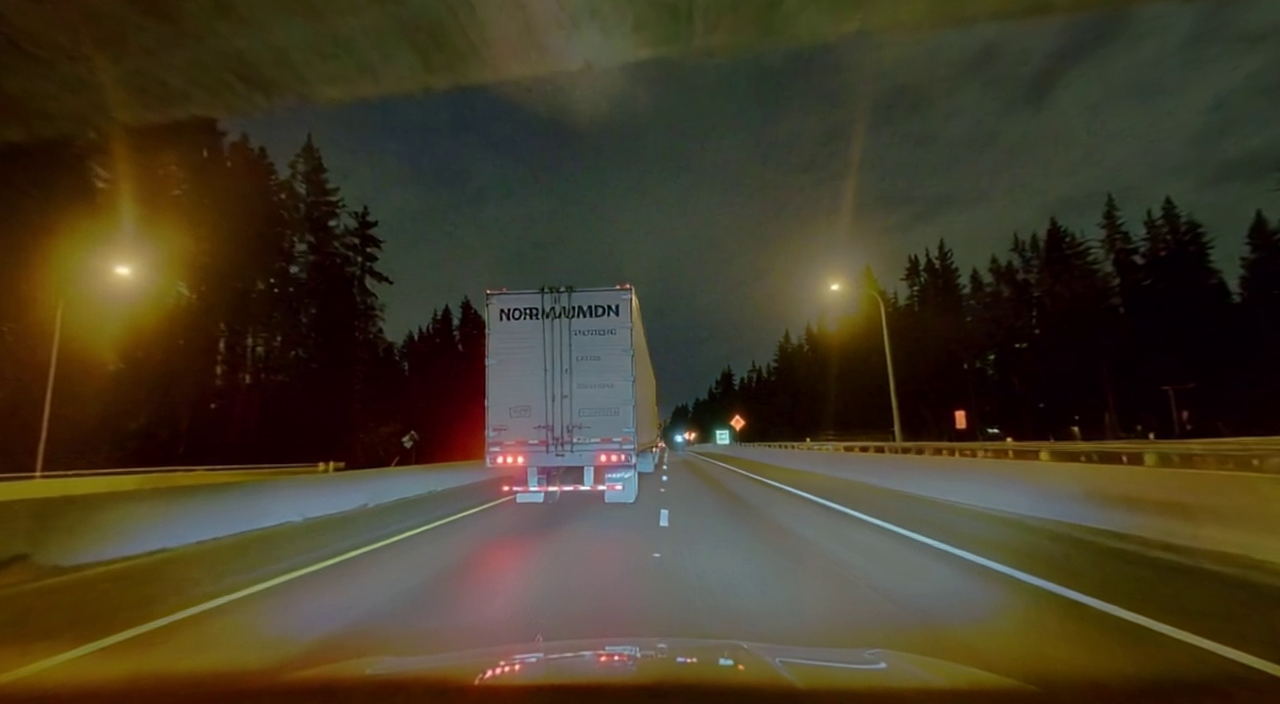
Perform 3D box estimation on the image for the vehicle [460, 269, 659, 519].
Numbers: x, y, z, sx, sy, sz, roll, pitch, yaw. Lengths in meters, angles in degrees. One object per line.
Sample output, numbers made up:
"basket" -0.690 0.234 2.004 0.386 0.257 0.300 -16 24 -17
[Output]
"vehicle" -1.133 1.441 15.780 2.935 4.068 11.036 0 -8 3
